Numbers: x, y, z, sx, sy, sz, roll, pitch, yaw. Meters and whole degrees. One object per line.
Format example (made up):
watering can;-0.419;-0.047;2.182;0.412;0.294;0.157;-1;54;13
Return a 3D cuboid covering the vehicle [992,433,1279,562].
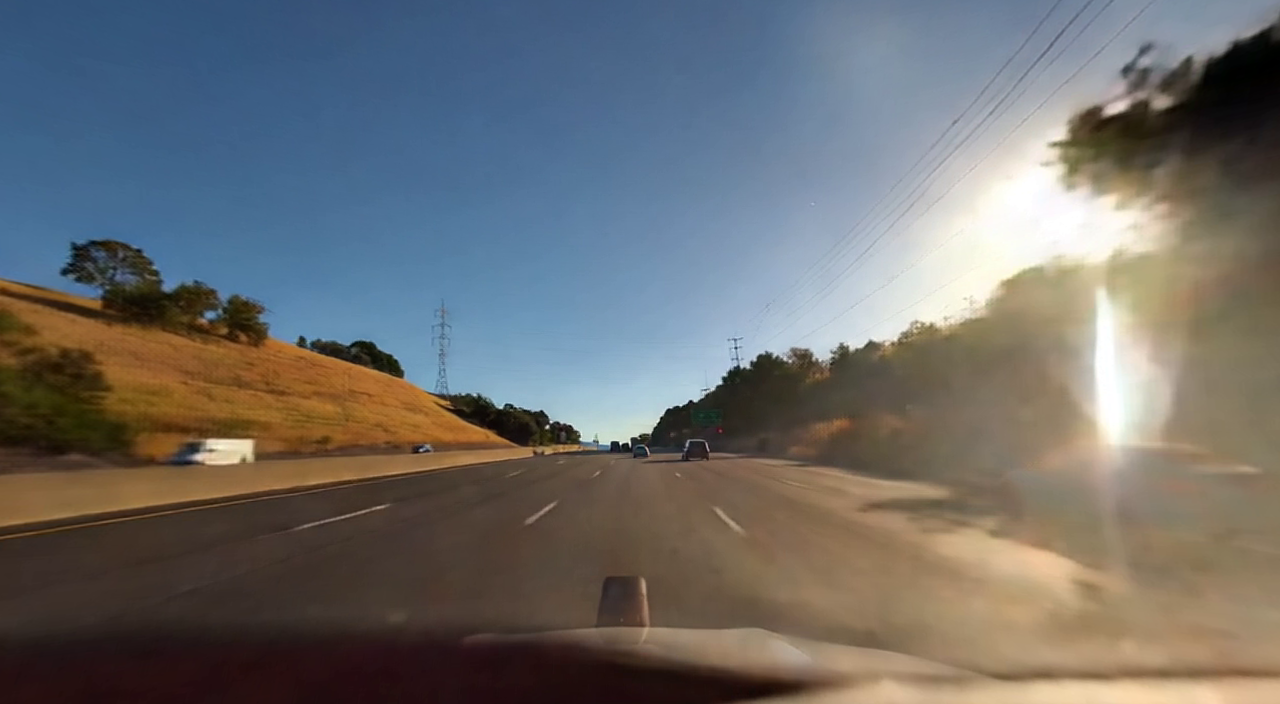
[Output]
vehicle;8.057;2.144;10.172;1.970;1.545;4.818;1;-8;0

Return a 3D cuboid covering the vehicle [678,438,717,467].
vehicle;3.811;6.758;42.563;2.159;1.782;4.673;1;-8;0

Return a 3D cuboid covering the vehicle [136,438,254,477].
vehicle;-23.583;5.595;33.764;2.080;1.823;5.737;0;-8;1
